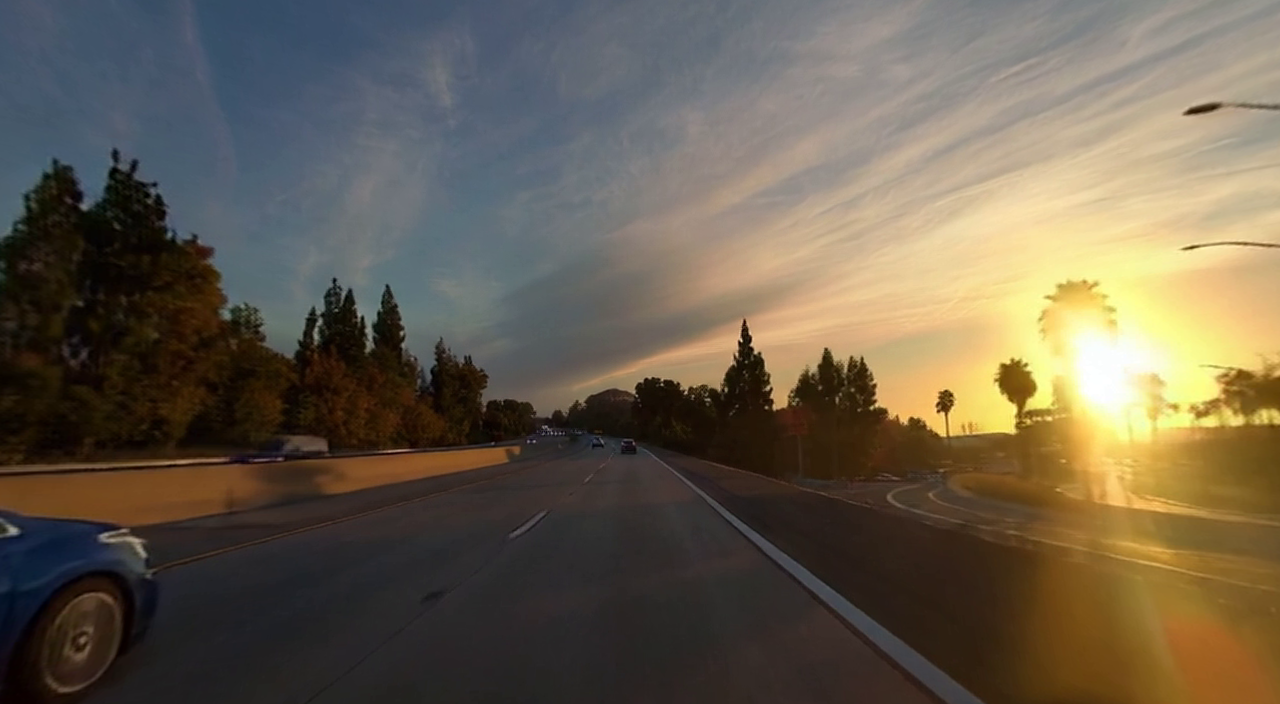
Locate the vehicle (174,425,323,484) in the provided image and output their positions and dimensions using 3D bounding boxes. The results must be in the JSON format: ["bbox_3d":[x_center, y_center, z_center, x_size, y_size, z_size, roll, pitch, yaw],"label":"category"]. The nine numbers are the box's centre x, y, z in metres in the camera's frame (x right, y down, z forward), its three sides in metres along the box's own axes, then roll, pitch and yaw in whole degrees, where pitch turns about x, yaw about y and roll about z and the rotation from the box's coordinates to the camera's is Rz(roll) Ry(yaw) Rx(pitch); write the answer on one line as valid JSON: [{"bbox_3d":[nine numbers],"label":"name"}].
[{"bbox_3d":[-13.617,3.601,22.304,2.231,1.820,4.733,0,-8,0],"label":"vehicle"}]

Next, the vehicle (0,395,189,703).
[{"bbox_3d":[-3.857,0.787,1.422,2.092,1.562,4.748,0,-8,1],"label":"vehicle"}]
